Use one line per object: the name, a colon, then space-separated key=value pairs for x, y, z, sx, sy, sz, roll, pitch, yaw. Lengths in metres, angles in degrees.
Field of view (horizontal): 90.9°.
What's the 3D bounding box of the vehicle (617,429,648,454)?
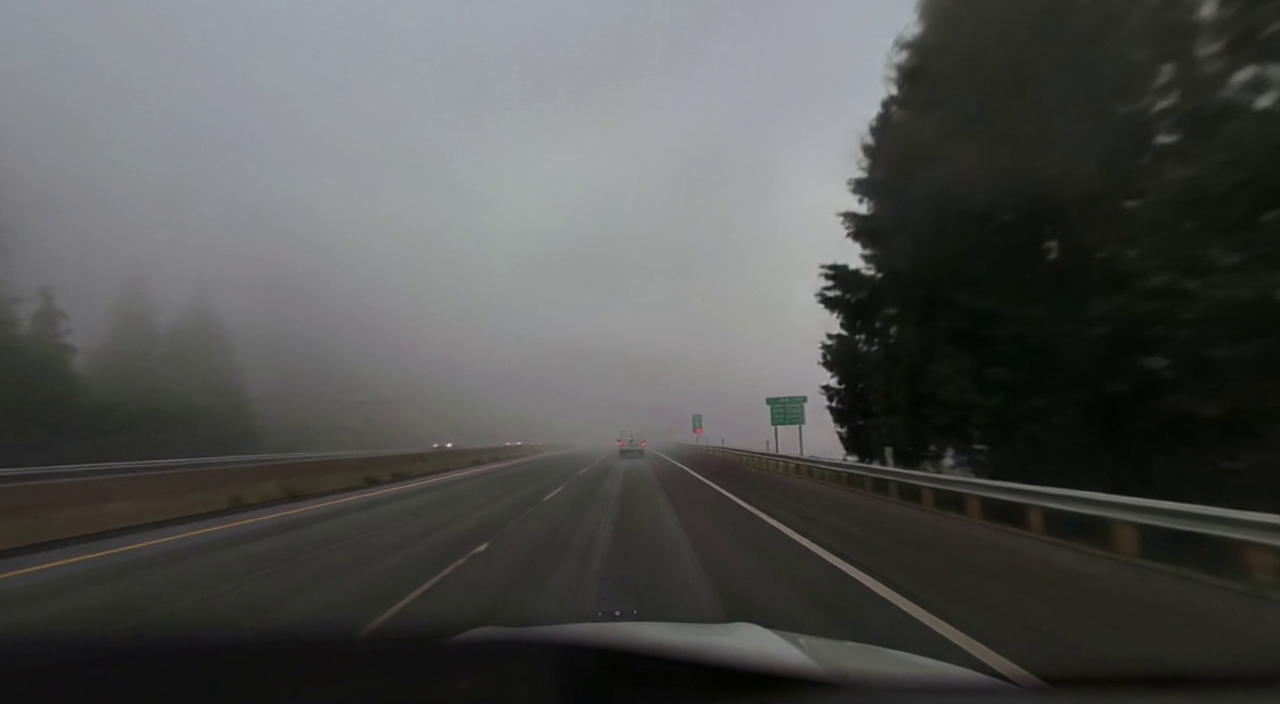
vehicle: x=-0.617 y=6.939 z=48.967 sx=2.295 sy=1.861 sz=4.564 roll=0 pitch=-8 yaw=-1
